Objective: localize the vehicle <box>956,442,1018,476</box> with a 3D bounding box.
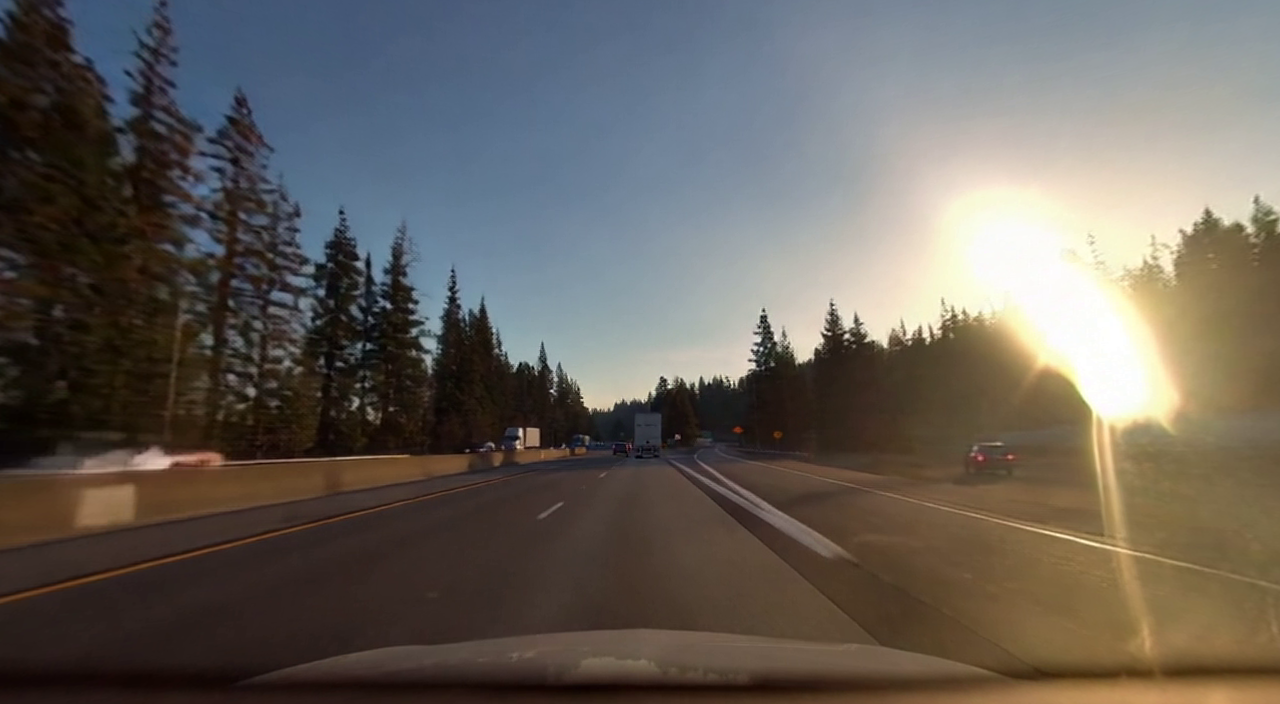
[{"bbox_3d":[25.180,7.697,45.702,2.607,2.287,4.629,-9,-12,43],"label":"vehicle"}]
